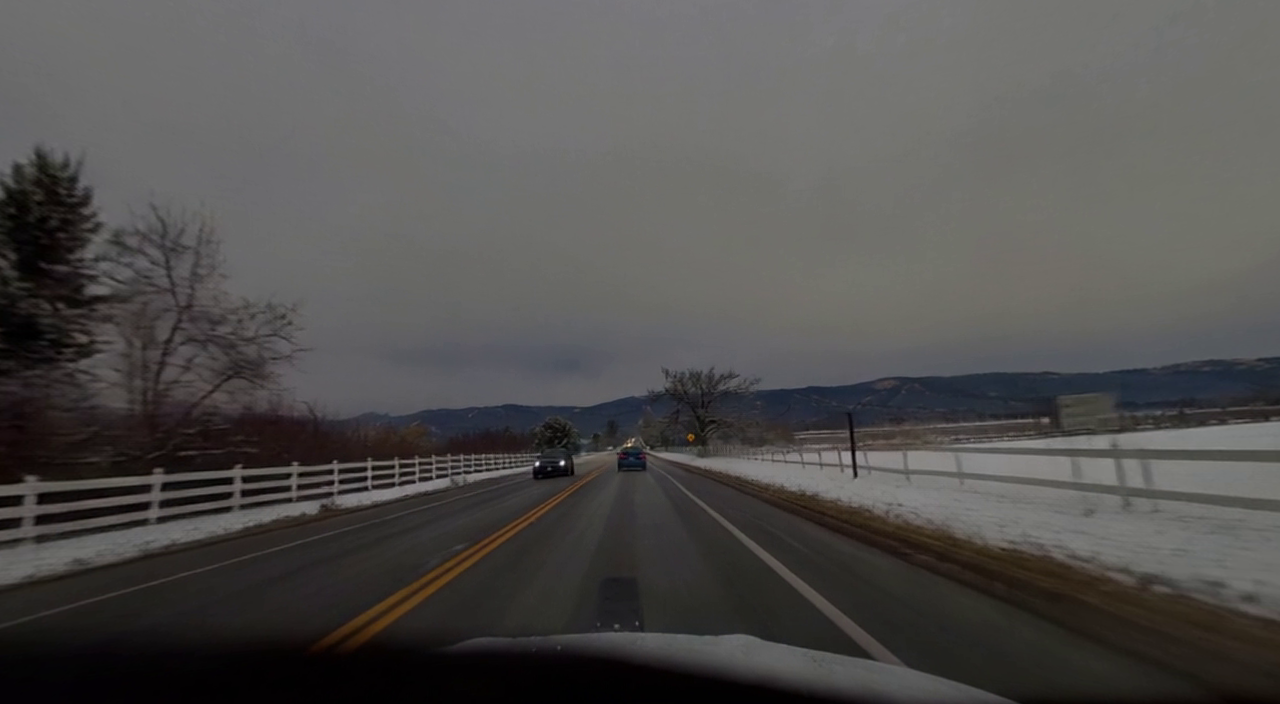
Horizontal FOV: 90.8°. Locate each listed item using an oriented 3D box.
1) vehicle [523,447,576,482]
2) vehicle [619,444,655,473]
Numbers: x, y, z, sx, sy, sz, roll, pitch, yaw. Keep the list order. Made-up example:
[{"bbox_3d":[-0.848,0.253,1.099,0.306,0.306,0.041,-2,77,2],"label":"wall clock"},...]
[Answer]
[{"bbox_3d":[-4.390,5.522,31.411,1.989,1.600,3.979,-1,-9,1],"label":"vehicle"},{"bbox_3d":[-0.225,6.684,39.855,2.158,1.669,4.006,0,-9,-1],"label":"vehicle"}]
